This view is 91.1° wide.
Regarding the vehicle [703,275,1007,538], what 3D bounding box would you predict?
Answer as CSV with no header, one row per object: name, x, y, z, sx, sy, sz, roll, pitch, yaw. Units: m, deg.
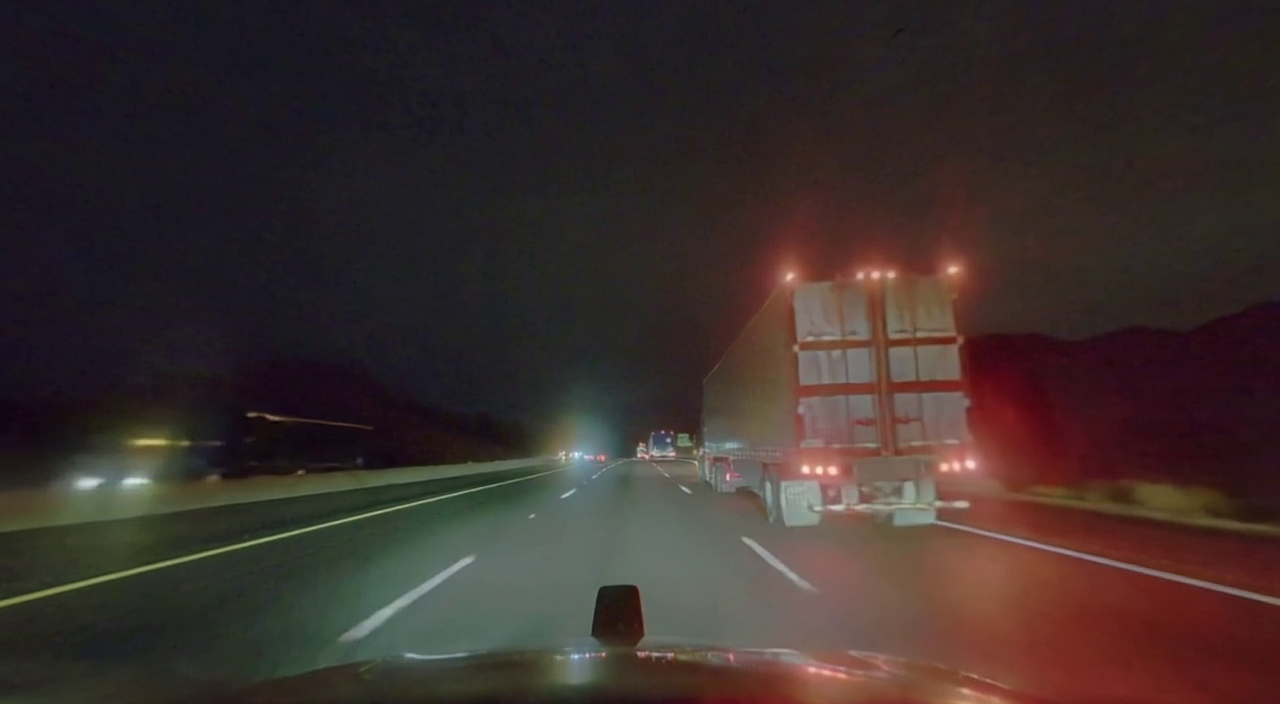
vehicle,3.859,1.778,16.102,3.037,3.999,13.133,0,-9,0
